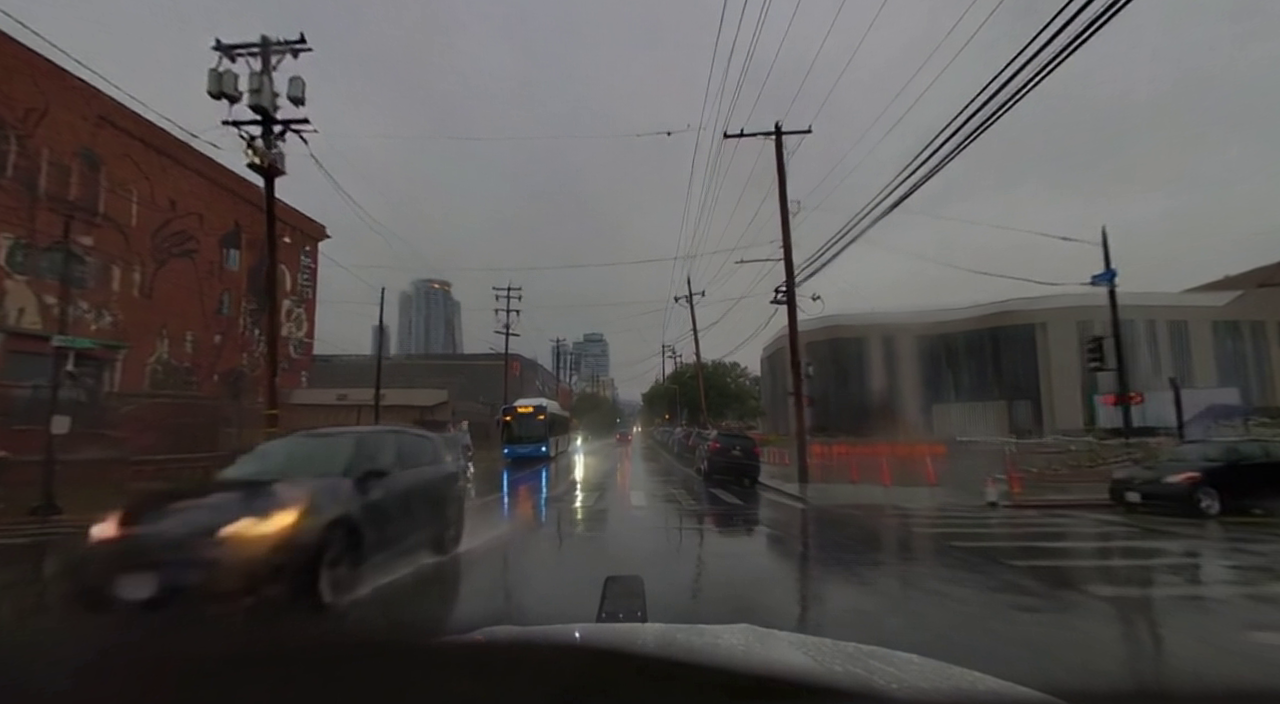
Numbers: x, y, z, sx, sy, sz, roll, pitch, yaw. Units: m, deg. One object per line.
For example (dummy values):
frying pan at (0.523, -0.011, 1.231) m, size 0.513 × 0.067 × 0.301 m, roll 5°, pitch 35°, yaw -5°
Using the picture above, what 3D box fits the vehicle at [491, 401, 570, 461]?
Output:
vehicle at (-6.757, 5.307, 41.405) m, size 3.297 × 3.342 × 12.875 m, roll 0°, pitch -8°, yaw -2°

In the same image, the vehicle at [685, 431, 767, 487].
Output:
vehicle at (2.893, 3.753, 22.220) m, size 2.171 × 1.751 × 4.373 m, roll 0°, pitch -10°, yaw -1°

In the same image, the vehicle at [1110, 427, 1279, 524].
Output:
vehicle at (11.992, 2.265, 11.895) m, size 4.576 × 1.650 × 1.980 m, roll -1°, pitch -8°, yaw 3°

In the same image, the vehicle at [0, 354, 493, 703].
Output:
vehicle at (-3.412, 1.389, 6.366) m, size 2.474 × 1.926 × 5.823 m, roll 0°, pitch -8°, yaw 0°

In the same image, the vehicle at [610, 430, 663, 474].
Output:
vehicle at (-0.204, 4.374, 27.895) m, size 2.190 × 1.783 × 4.048 m, roll 0°, pitch -8°, yaw -2°
